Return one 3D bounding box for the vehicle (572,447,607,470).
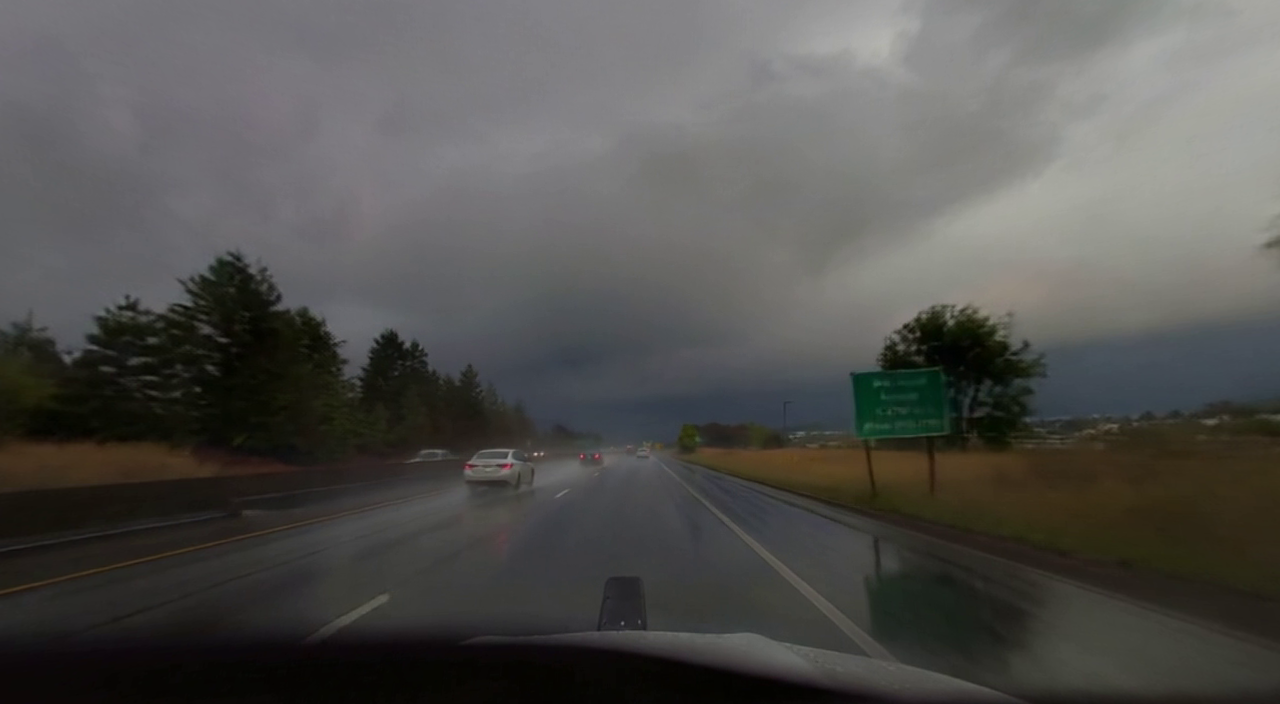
[{"bbox_3d":[-3.381,7.177,42.573,2.005,1.474,3.921,0,-9,1],"label":"vehicle"}]

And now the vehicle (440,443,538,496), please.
[{"bbox_3d":[-4.740,3.755,20.534,1.975,1.501,4.603,0,-9,1],"label":"vehicle"}]

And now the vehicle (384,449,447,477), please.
[{"bbox_3d":[-13.600,6.747,38.482,1.928,1.584,5.200,0,-9,0],"label":"vehicle"}]
